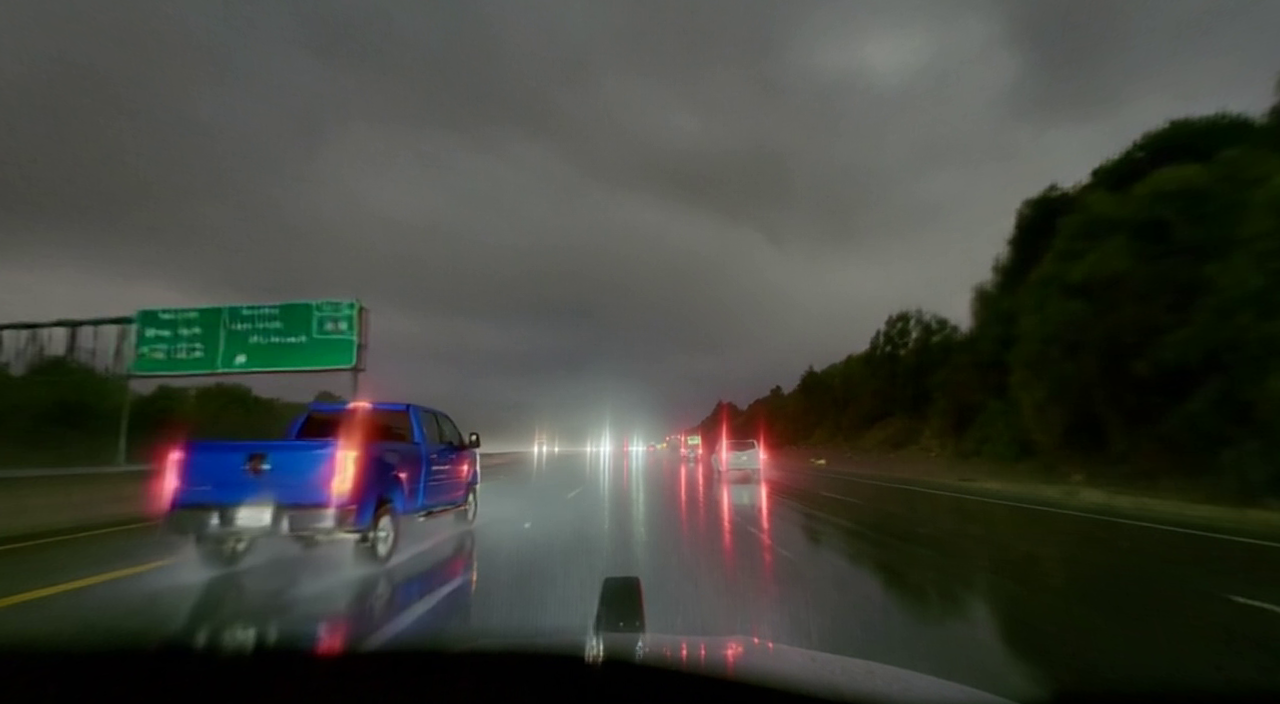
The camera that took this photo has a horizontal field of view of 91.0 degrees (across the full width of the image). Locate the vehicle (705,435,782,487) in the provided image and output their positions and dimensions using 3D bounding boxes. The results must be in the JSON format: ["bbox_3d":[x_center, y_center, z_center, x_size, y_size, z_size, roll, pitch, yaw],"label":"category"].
[{"bbox_3d":[3.614,3.907,22.861,2.095,1.668,4.135,0,-9,0],"label":"vehicle"}]

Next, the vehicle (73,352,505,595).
[{"bbox_3d":[-3.861,1.569,8.952,2.496,2.203,6.317,0,-9,0],"label":"vehicle"}]
